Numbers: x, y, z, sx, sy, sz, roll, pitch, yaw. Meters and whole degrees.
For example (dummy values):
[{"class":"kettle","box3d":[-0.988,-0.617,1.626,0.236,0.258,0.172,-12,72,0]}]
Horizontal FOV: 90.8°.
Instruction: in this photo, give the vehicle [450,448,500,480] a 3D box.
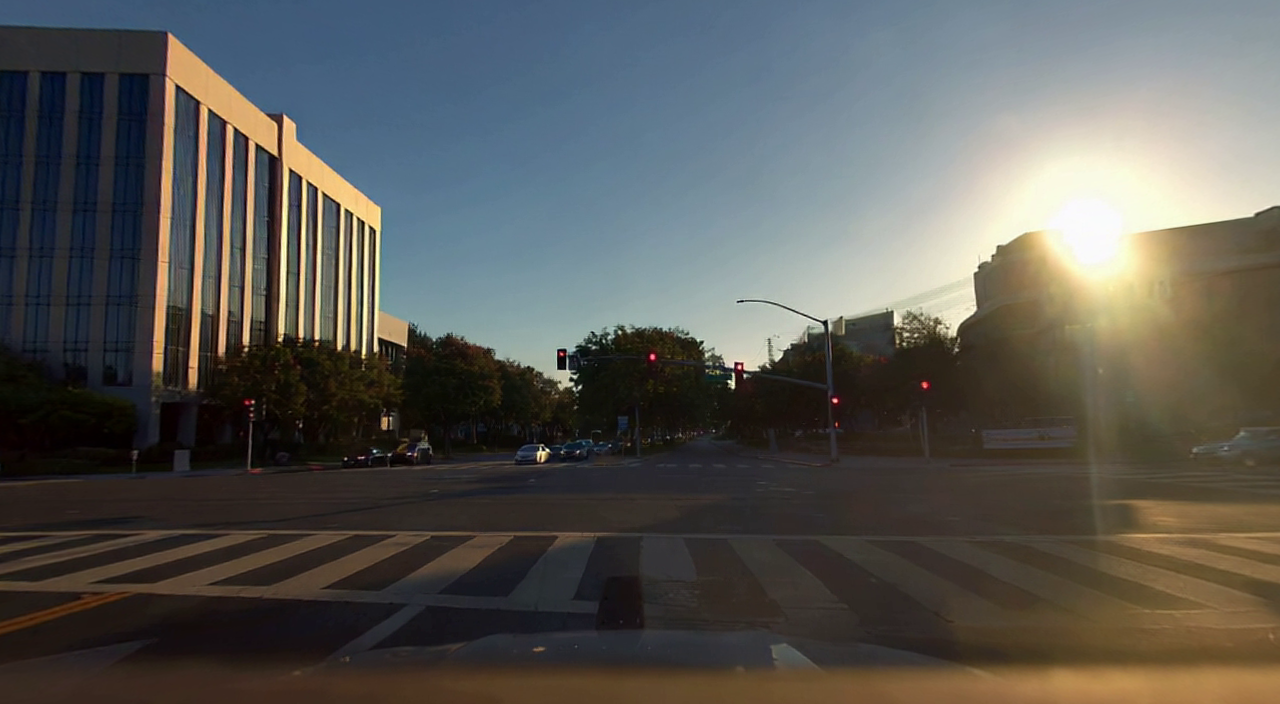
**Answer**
[{"class":"vehicle","box3d":[-7.341,4.975,28.406,1.910,1.288,4.093,1,-9,-11]}]

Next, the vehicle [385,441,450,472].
[{"class":"vehicle","box3d":[-15.126,7.121,43.244,2.340,1.946,5.450,-1,-9,1]}]

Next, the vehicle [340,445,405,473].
[{"class":"vehicle","box3d":[-18.544,7.412,44.089,2.237,1.842,5.116,0,-9,0]}]

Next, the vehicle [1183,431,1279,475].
[{"class":"vehicle","box3d":[22.319,3.557,22.356,4.474,1.477,1.908,0,-9,-2]}]

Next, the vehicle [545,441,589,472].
[{"class":"vehicle","box3d":[-3.916,5.491,33.371,2.109,1.461,4.637,1,-9,-9]}]
